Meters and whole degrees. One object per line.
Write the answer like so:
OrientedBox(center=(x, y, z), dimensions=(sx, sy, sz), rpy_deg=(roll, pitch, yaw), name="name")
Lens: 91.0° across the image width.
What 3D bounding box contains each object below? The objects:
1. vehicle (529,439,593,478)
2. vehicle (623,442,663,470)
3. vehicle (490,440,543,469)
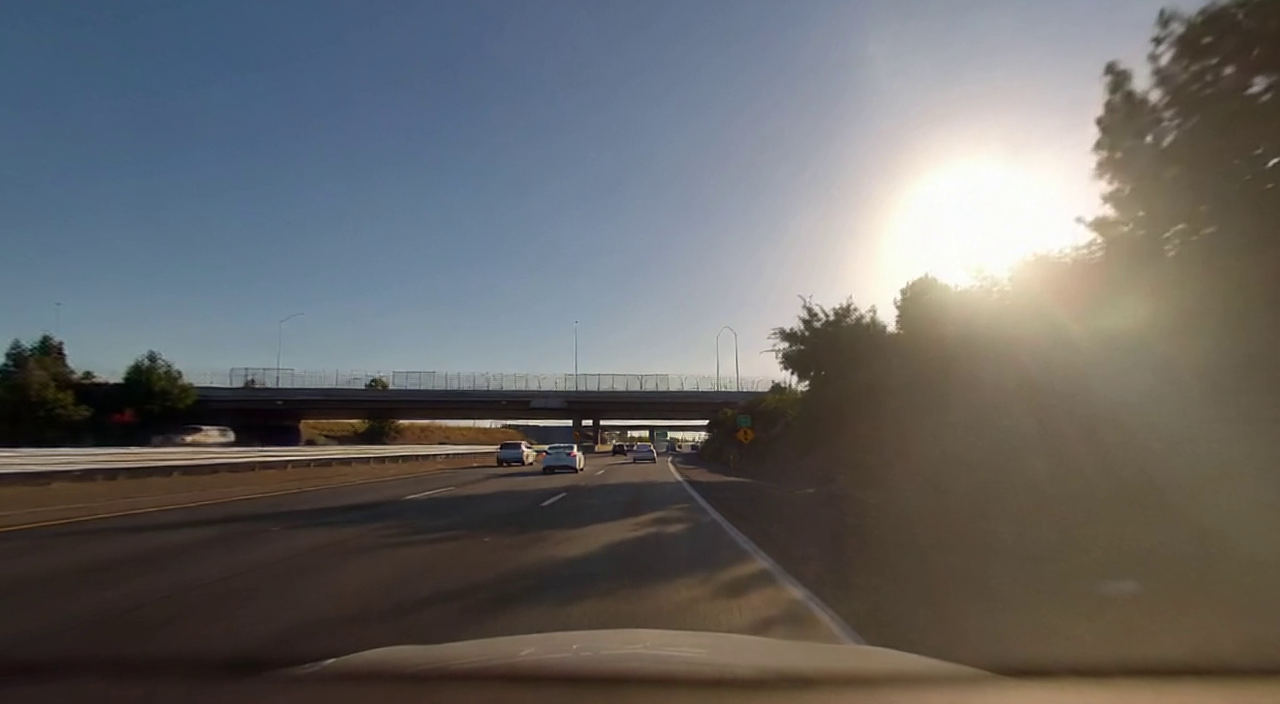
OrientedBox(center=(-3.389, 4.713, 28.023), dimensions=(2.129, 1.563, 4.387), rpy_deg=(-1, -9, 2), name="vehicle")
OrientedBox(center=(0.230, 5.993, 36.343), dimensions=(2.129, 1.502, 4.321), rpy_deg=(0, -9, 2), name="vehicle")
OrientedBox(center=(-7.127, 5.976, 36.759), dimensions=(2.002, 1.543, 4.466), rpy_deg=(-1, -9, 2), name="vehicle")
